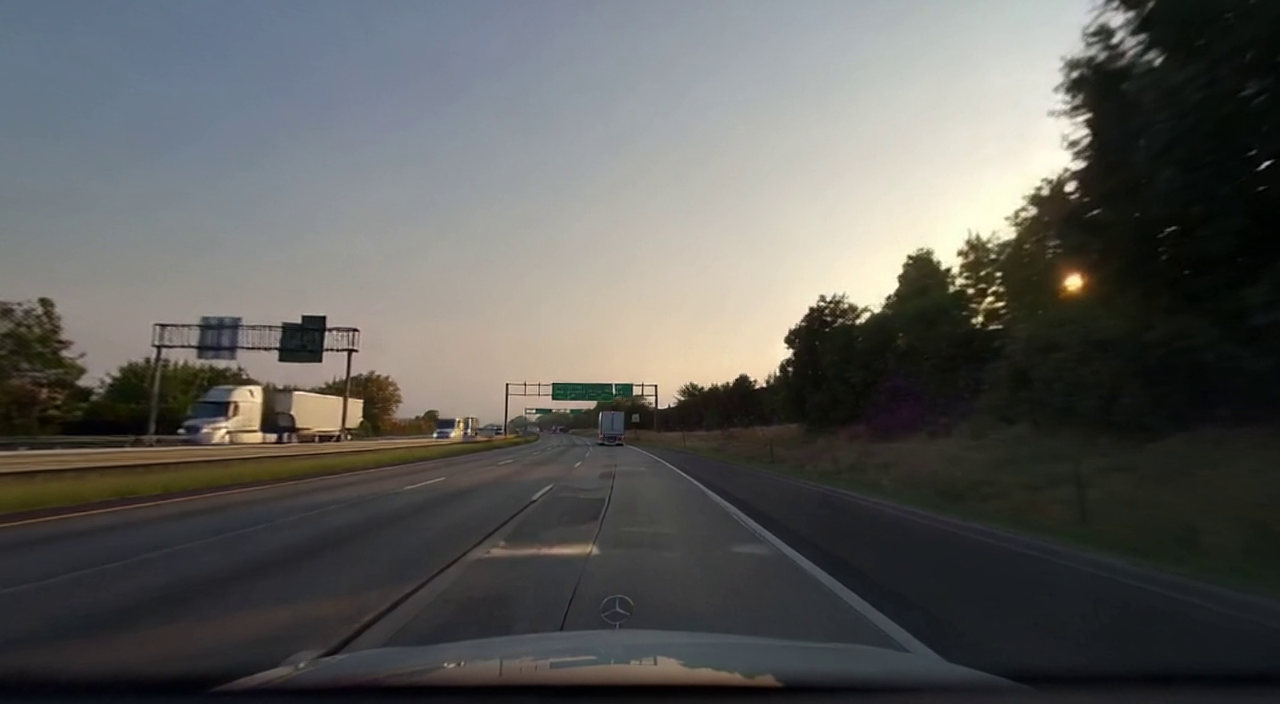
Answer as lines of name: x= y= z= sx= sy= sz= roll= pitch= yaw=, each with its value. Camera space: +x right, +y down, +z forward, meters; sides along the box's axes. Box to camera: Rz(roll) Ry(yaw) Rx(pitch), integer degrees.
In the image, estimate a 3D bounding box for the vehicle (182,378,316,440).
vehicle: x=-25.852 y=4.088 z=42.573 sx=2.970 sy=3.726 sz=10.218 roll=1 pitch=-8 yaw=-3
